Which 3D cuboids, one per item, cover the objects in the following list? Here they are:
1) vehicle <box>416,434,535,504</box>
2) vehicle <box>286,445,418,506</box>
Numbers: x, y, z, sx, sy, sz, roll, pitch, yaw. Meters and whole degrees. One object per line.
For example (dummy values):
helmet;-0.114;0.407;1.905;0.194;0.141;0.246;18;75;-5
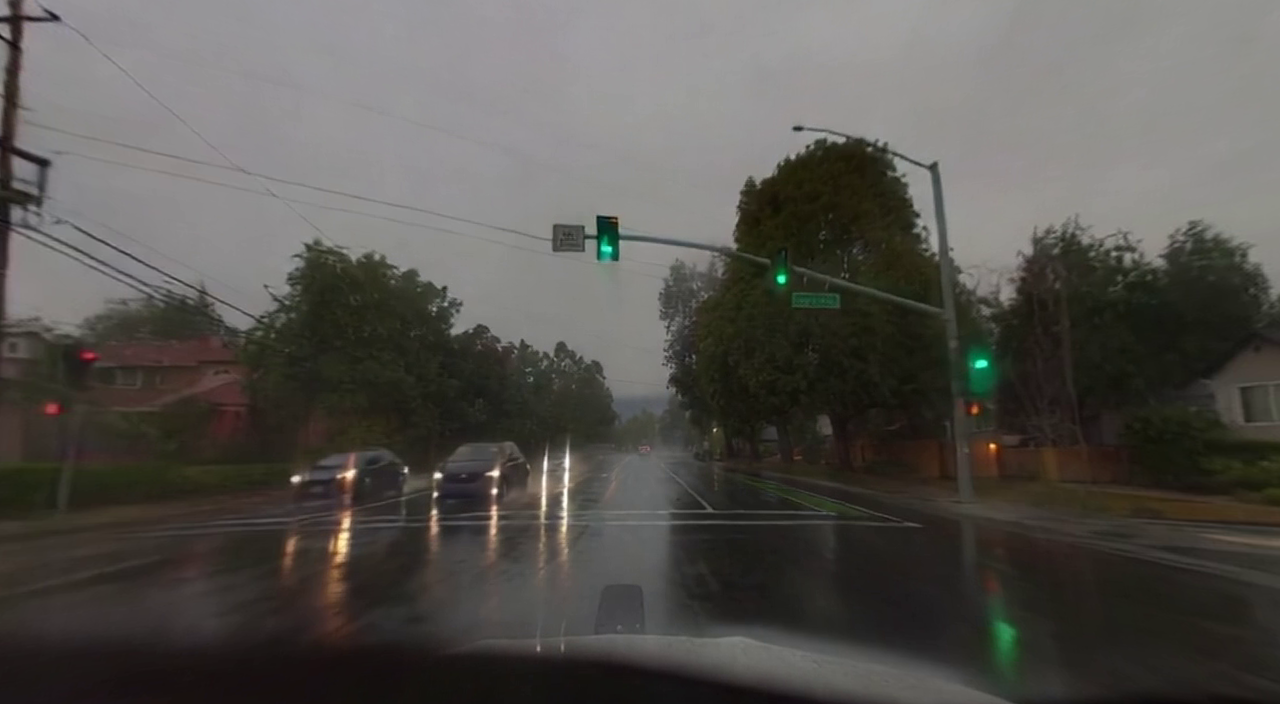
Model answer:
vehicle;-4.490;3.260;18.058;2.095;1.731;4.462;0;-8;1
vehicle;-8.401;3.602;18.925;1.925;1.615;4.085;0;-8;2
